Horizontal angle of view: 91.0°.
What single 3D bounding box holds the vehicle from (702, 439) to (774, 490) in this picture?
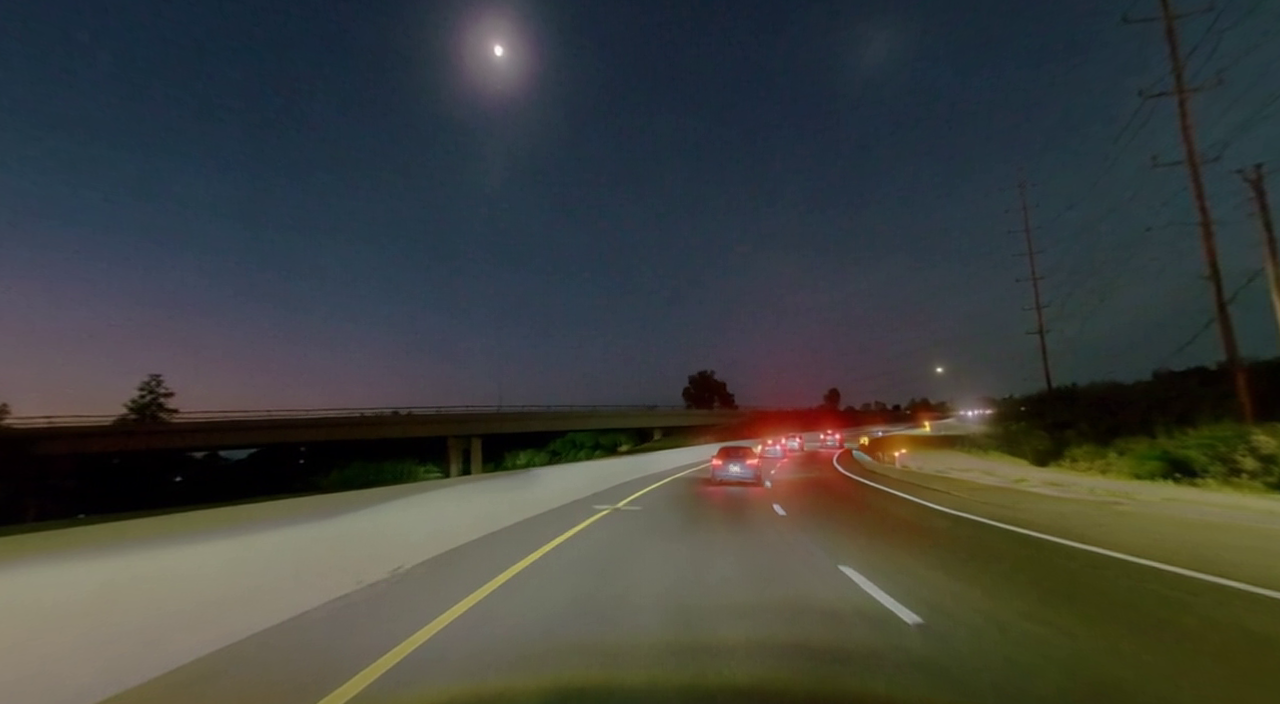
[{"bbox_3d":[3.254,3.637,20.733,2.091,1.482,4.321,-2,-9,10],"label":"vehicle"}]
